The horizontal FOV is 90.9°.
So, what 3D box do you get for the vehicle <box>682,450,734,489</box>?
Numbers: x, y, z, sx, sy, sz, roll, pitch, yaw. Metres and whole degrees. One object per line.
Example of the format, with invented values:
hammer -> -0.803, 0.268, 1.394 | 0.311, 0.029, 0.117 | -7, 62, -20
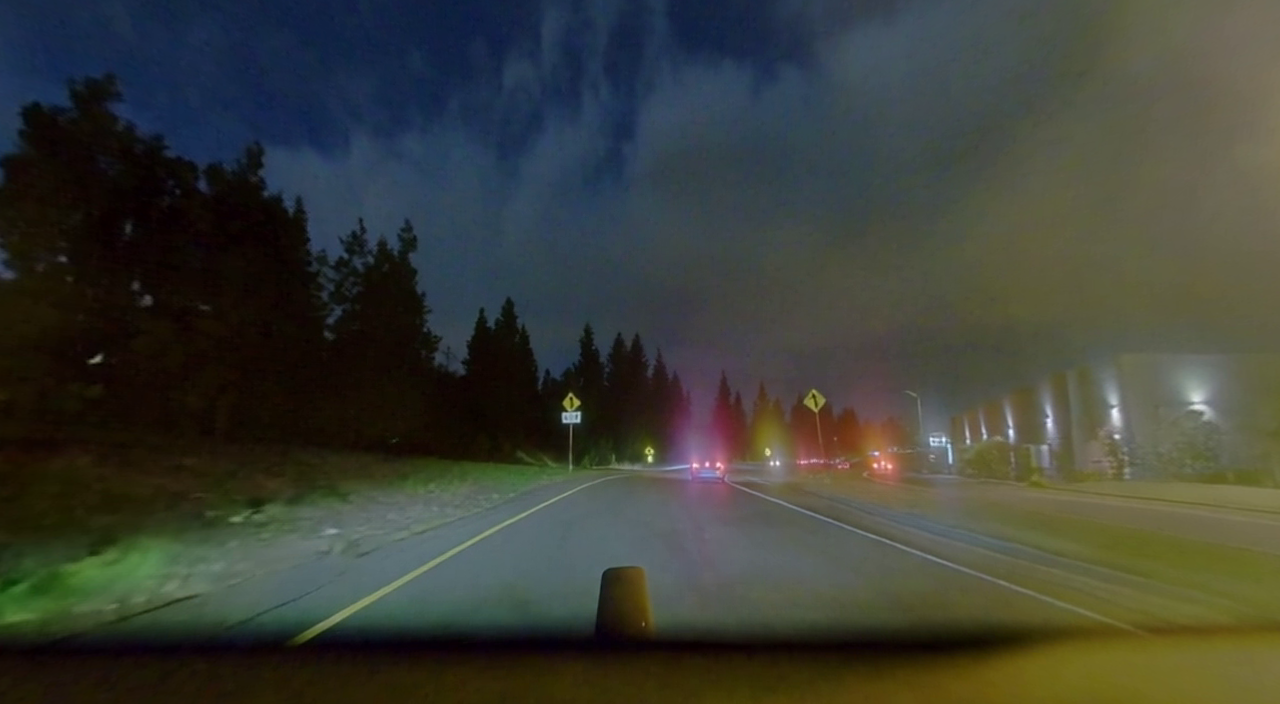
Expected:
vehicle -> 2.895, 5.116, 27.842 | 1.956, 1.473, 4.640 | 0, -8, 2
